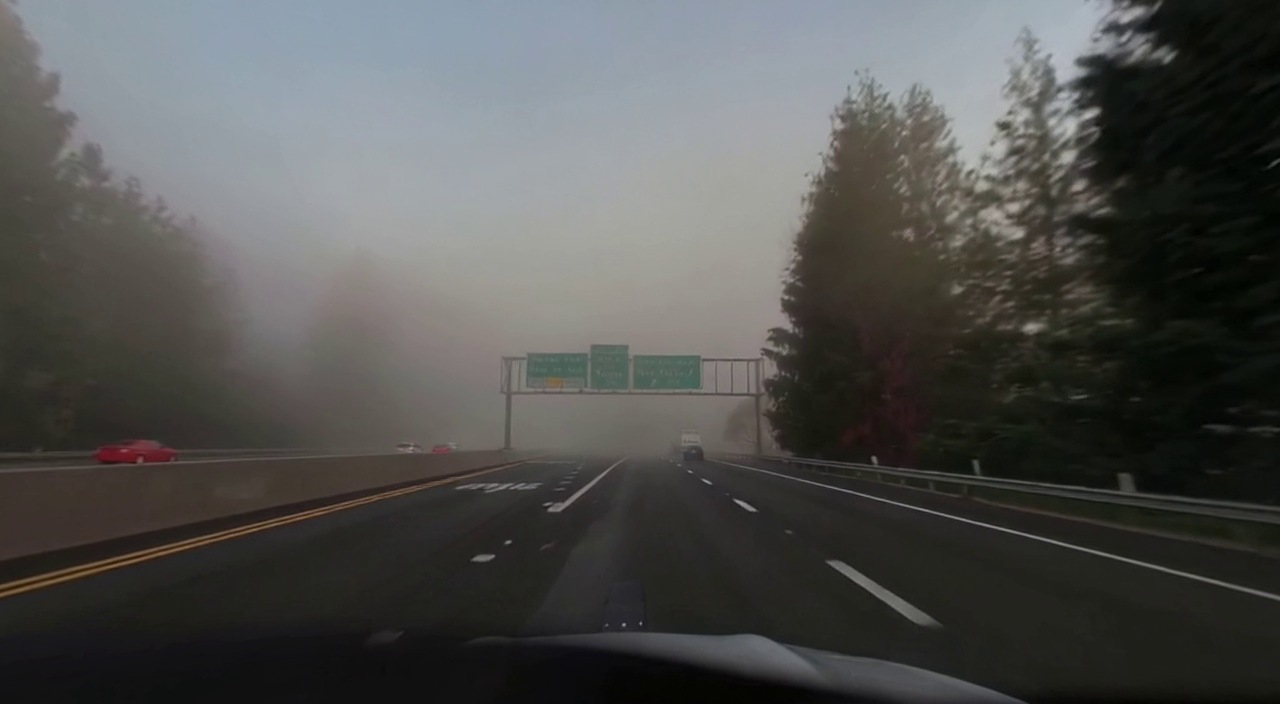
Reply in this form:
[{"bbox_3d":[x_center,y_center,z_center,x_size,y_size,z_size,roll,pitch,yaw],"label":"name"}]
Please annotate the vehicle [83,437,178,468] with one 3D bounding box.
[{"bbox_3d":[-32.687,6.450,40.691,2.168,1.824,4.932,0,-8,-3],"label":"vehicle"}]
